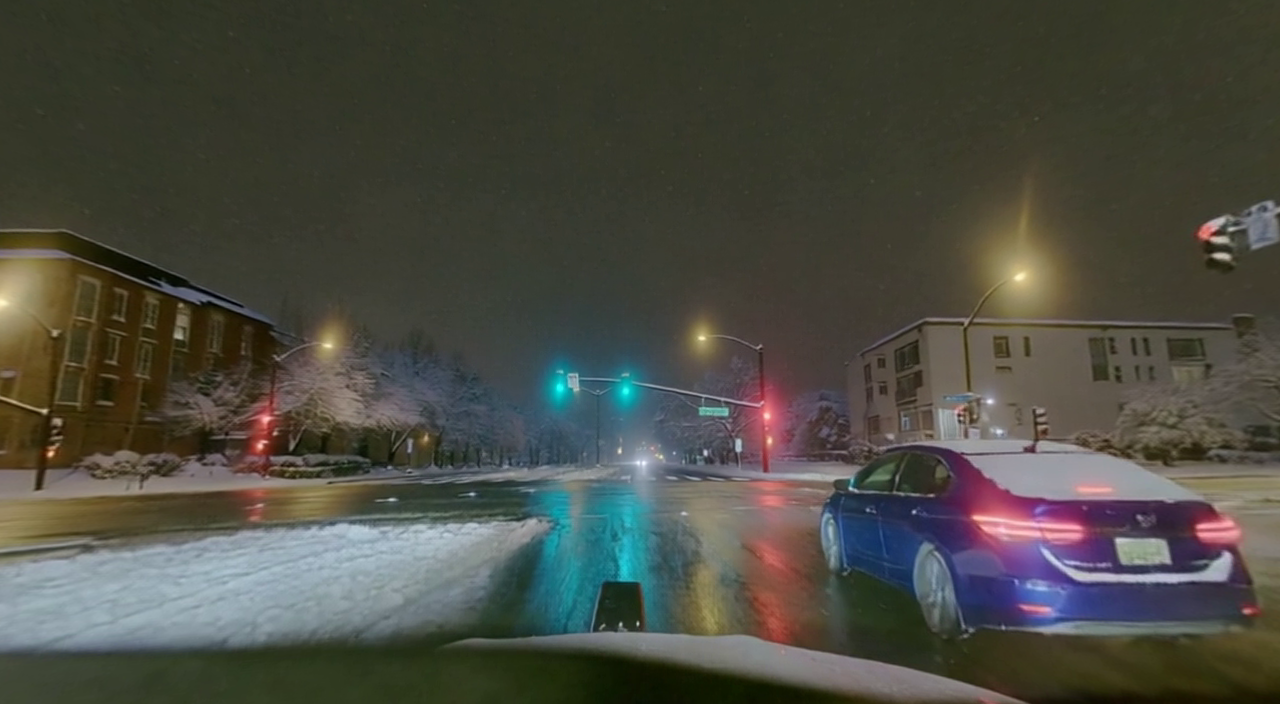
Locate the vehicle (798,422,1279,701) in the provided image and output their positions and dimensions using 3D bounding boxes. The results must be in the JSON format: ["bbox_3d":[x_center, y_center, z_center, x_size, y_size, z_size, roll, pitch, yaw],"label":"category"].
[{"bbox_3d":[3.196,1.530,5.989,2.089,1.539,4.767,0,-9,-1],"label":"vehicle"}]
